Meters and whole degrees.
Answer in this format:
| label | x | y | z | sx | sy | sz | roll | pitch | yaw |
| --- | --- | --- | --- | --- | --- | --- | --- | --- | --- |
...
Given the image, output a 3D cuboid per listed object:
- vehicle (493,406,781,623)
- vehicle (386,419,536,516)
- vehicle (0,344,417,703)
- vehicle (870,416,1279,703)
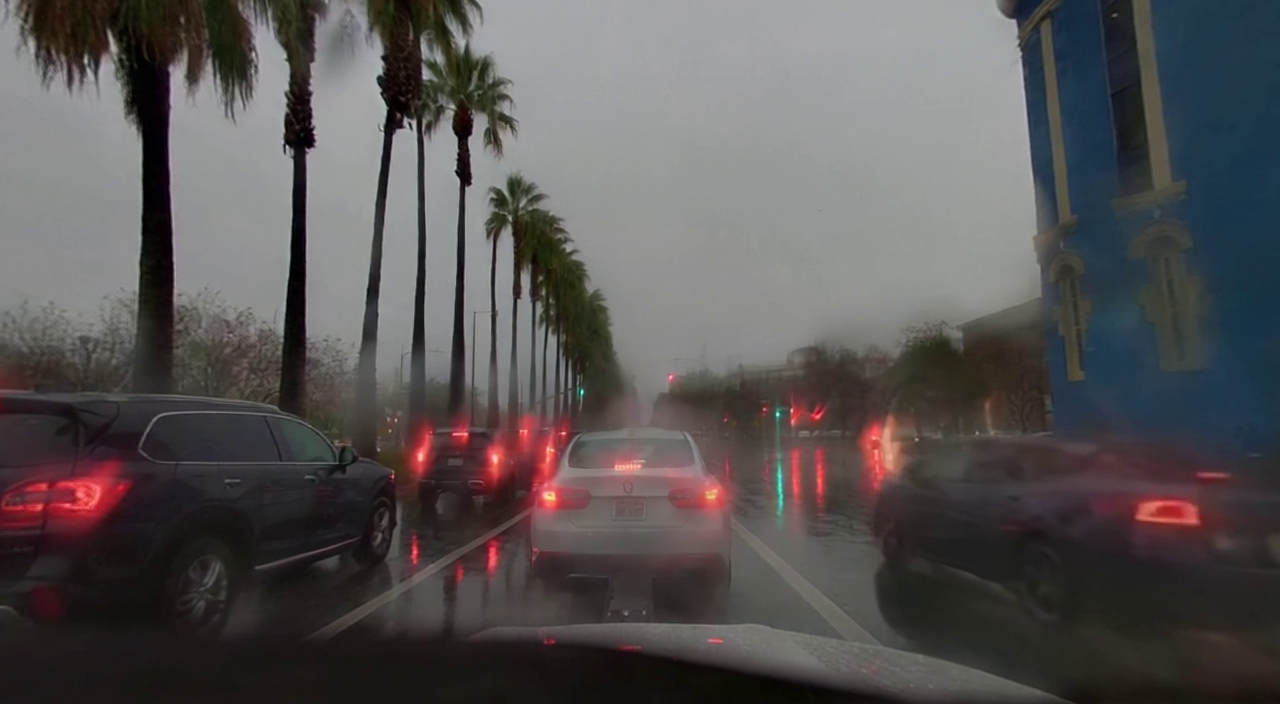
| label | x | y | z | sx | sy | sz | roll | pitch | yaw |
| --- | --- | --- | --- | --- | --- | --- | --- | --- | --- |
| vehicle | -0.049 | 1.516 | 6.857 | 2.114 | 1.585 | 4.285 | 0 | -8 | -1 |
| vehicle | -3.475 | 2.318 | 13.088 | 1.840 | 1.684 | 4.041 | 0 | -8 | 1 |
| vehicle | -3.538 | 1.145 | 5.075 | 1.914 | 1.741 | 4.398 | 0 | -8 | -1 |
| vehicle | 3.835 | 1.417 | 5.468 | 1.982 | 1.480 | 4.572 | 1 | -8 | 0 |
